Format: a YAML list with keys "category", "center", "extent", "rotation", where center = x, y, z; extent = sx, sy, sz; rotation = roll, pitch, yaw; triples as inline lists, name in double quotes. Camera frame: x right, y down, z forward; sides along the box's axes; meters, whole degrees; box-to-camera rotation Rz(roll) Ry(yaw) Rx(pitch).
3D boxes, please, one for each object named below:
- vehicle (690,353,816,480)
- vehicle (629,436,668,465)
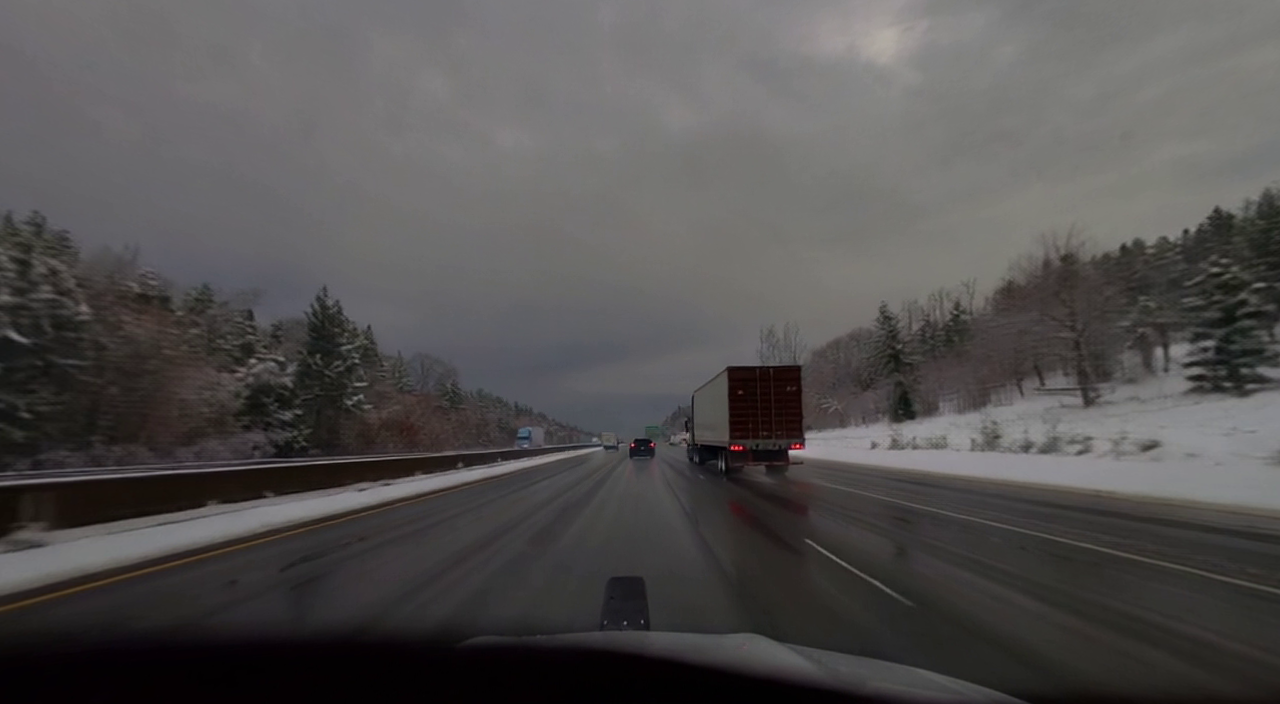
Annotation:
- category: "vehicle"
  center: [4.248, 3.081, 27.694]
  extent: [3.005, 4.131, 14.221]
  rotation: [0, -8, 0]
- category: "vehicle"
  center: [0.564, 5.896, 37.894]
  extent: [2.139, 1.607, 4.034]
  rotation: [-1, -8, 3]
